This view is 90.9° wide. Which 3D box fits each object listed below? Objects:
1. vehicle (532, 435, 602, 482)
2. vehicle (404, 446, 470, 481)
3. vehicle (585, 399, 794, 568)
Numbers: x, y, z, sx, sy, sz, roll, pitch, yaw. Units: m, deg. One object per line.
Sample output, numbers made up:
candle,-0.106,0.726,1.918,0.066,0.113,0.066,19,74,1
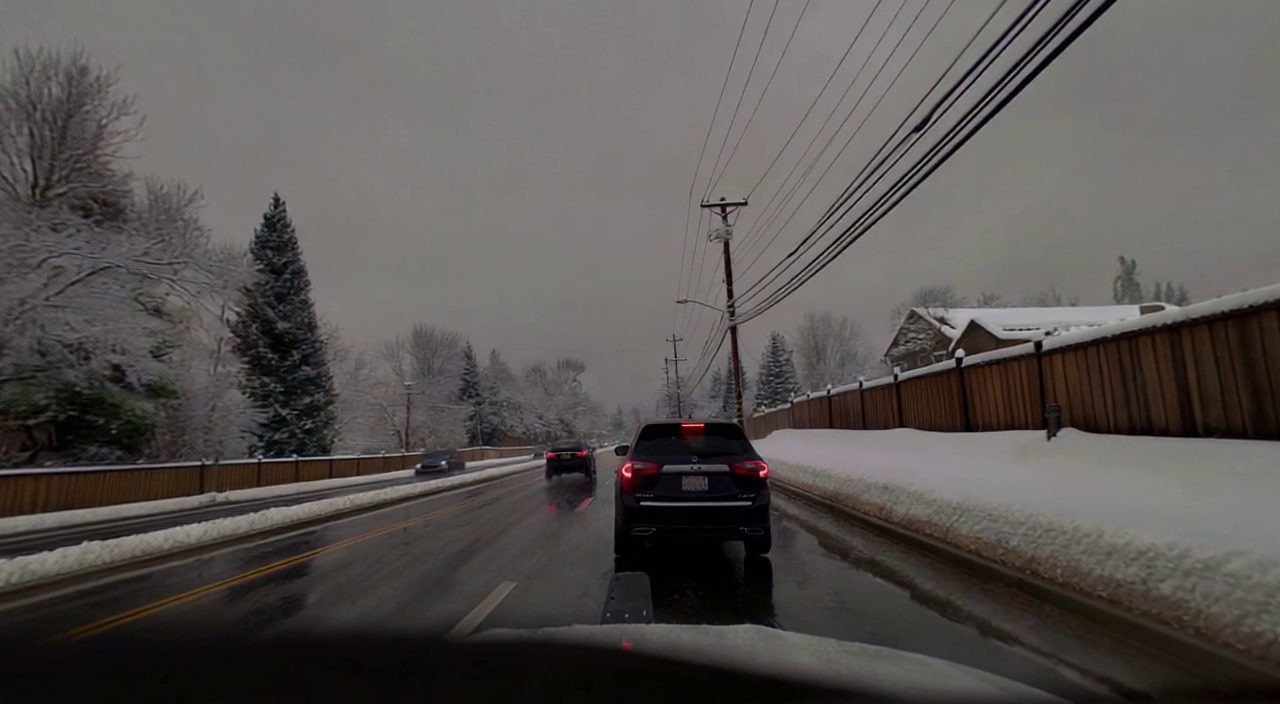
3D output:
vehicle,-2.705,4.074,24.300,2.037,1.639,4.213,0,-9,2
vehicle,-11.784,6.482,37.005,2.187,1.863,5.152,0,-9,0
vehicle,0.488,1.673,8.686,2.174,1.749,4.113,0,-9,-1
